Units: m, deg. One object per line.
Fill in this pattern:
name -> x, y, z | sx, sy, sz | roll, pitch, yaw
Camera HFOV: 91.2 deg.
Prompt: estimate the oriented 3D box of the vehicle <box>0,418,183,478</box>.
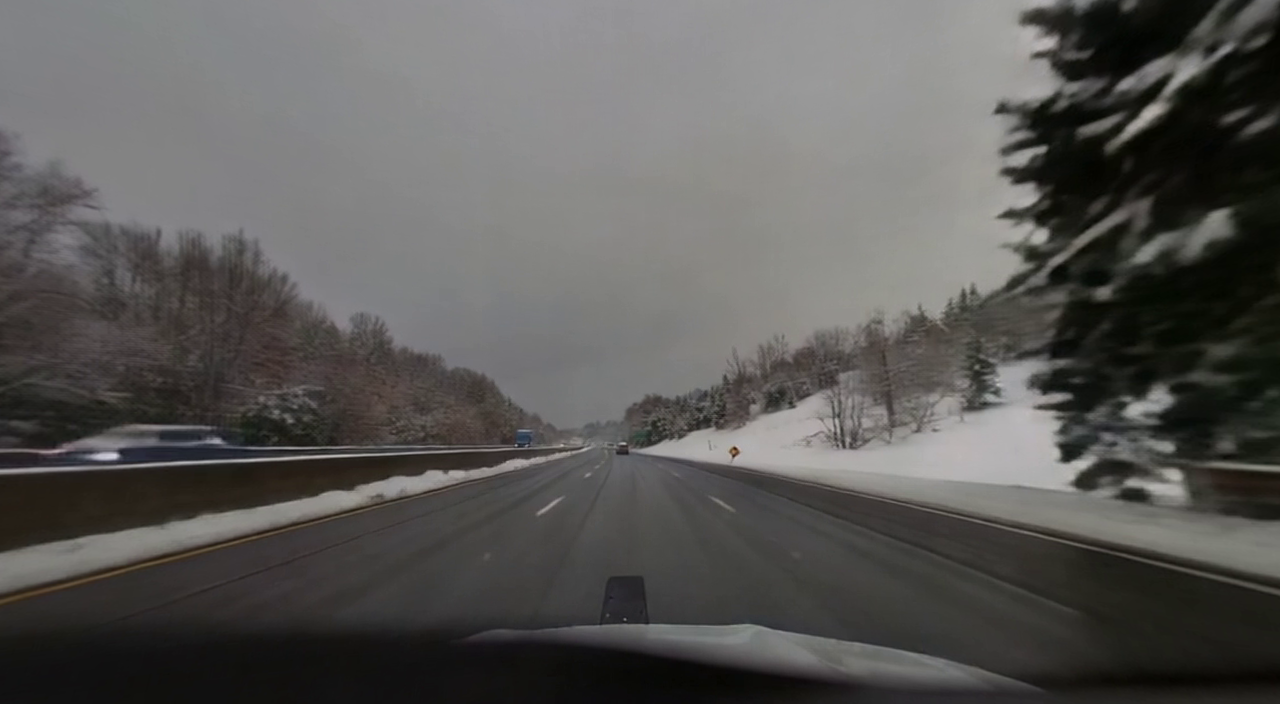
vehicle -> -15.788, 2.759, 18.129 | 1.815, 1.497, 4.437 | 0, -8, -1
